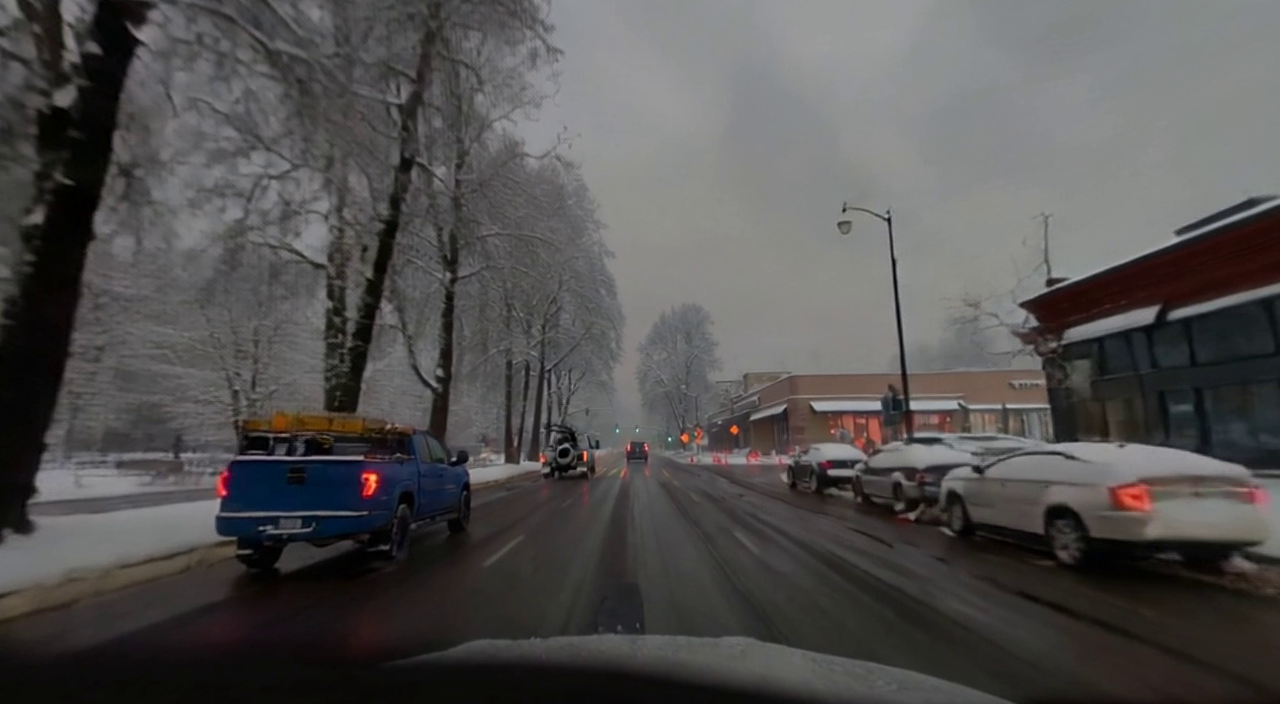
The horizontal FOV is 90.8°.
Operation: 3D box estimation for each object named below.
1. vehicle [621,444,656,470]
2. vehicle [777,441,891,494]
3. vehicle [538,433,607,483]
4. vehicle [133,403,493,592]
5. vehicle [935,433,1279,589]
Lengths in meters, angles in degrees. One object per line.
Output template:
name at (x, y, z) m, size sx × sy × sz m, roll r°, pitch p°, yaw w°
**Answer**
vehicle at (-0.183, 7.580, 45.821) m, size 2.413 × 1.748 × 4.406 m, roll 0°, pitch -9°, yaw -2°
vehicle at (6.599, 3.978, 22.219) m, size 2.126 × 1.642 × 4.888 m, roll 0°, pitch -9°, yaw -4°
vehicle at (-2.942, 4.832, 29.138) m, size 2.424 × 2.063 × 5.678 m, roll 0°, pitch -9°, yaw 2°
vehicle at (-3.634, 1.719, 8.292) m, size 2.327 × 1.775 × 4.430 m, roll 0°, pitch -9°, yaw 0°
vehicle at (6.031, 1.910, 8.537) m, size 2.045 × 1.505 × 4.615 m, roll -1°, pitch -9°, yaw 3°
